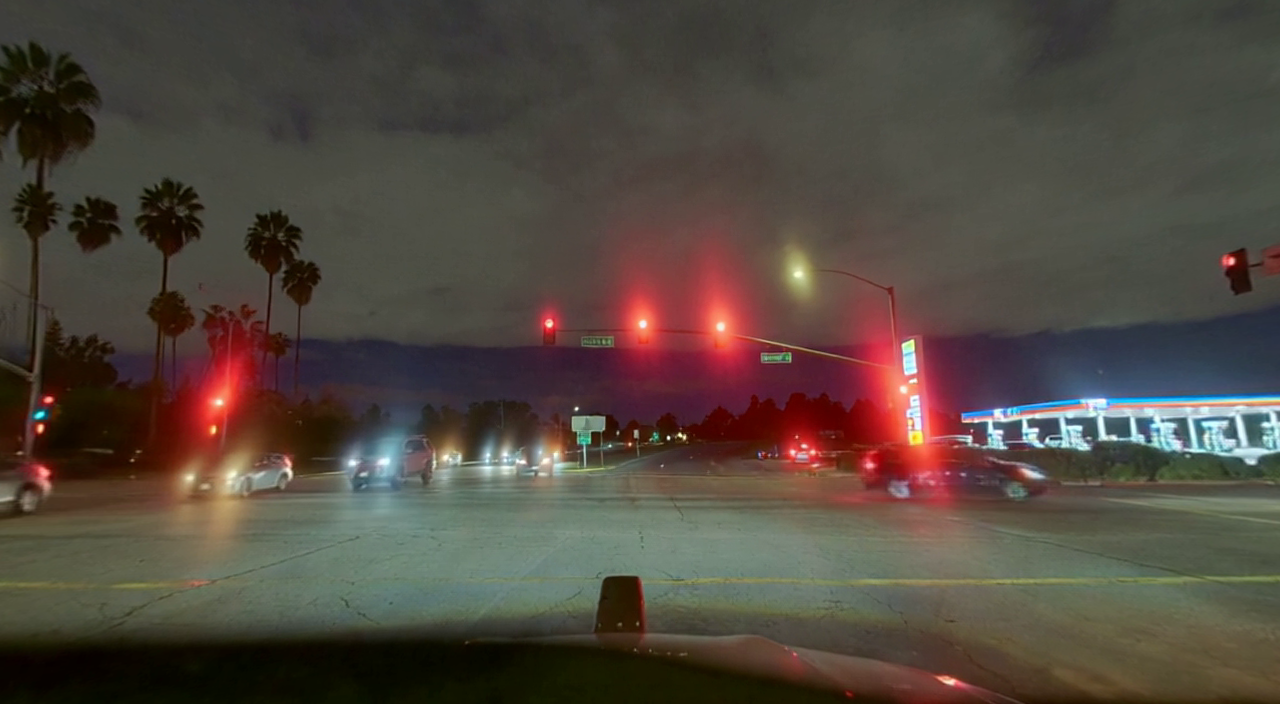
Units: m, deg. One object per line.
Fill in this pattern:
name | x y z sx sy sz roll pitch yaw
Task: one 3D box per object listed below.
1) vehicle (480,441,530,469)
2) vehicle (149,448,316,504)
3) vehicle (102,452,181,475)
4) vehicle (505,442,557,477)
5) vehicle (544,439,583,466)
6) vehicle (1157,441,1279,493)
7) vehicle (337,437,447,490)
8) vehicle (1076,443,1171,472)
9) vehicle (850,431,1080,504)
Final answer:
vehicle | -8.564 6.567 40.440 2.124 1.701 4.551 0 -9 1
vehicle | -11.844 3.602 18.830 1.966 1.455 4.493 0 -9 0
vehicle | -35.257 7.868 44.832 1.886 1.523 4.581 0 -9 -1
vehicle | -5.025 5.014 29.753 1.983 1.464 4.579 1 -9 -4
vehicle | -5.215 6.903 43.566 1.929 1.719 4.892 0 -9 1
vehicle | 18.724 3.401 18.830 5.015 1.446 1.862 0 -9 -3
vehicle | -8.557 3.878 22.273 2.156 1.662 4.186 0 -9 -1
vehicle | 24.246 5.300 31.746 3.474 1.376 1.538 0 -9 -2
vehicle | 8.109 2.929 16.382 4.938 1.651 2.138 -3 -9 19
